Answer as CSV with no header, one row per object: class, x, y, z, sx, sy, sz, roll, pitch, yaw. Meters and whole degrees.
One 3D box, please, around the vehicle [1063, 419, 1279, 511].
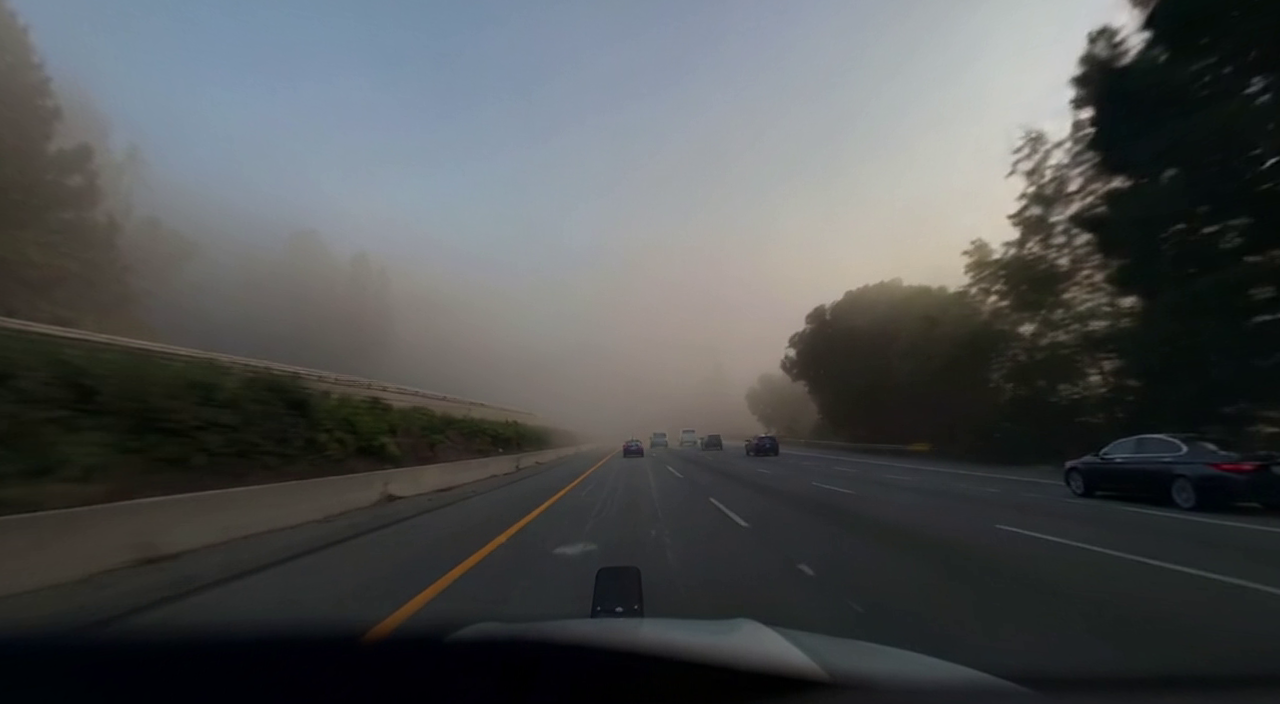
vehicle,11.329,2.231,12.892,2.041,1.517,4.645,0,-8,-1
